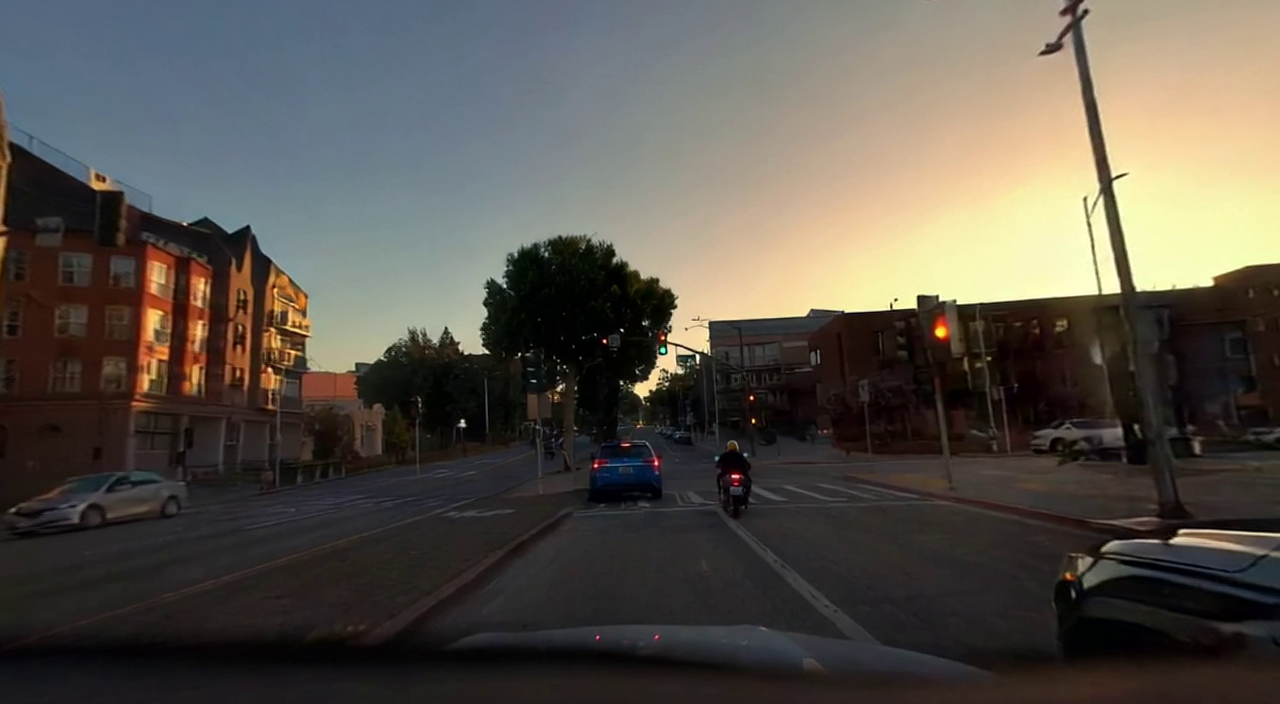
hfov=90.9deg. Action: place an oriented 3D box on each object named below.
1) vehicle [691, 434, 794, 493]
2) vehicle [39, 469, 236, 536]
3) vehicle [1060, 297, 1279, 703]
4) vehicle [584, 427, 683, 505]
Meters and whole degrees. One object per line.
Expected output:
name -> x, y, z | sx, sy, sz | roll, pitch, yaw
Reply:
vehicle -> 2.866, 3.245, 18.707 | 2.101, 1.507, 4.355 | 0, -9, -3
vehicle -> -14.263, 4.259, 18.415 | 1.963, 1.492, 4.885 | 0, -9, -4
vehicle -> 2.679, 0.504, 0.312 | 1.939, 1.709, 4.323 | 0, -9, 0
vehicle -> -0.162, 2.934, 16.602 | 2.265, 1.748, 4.130 | 0, -9, 0
